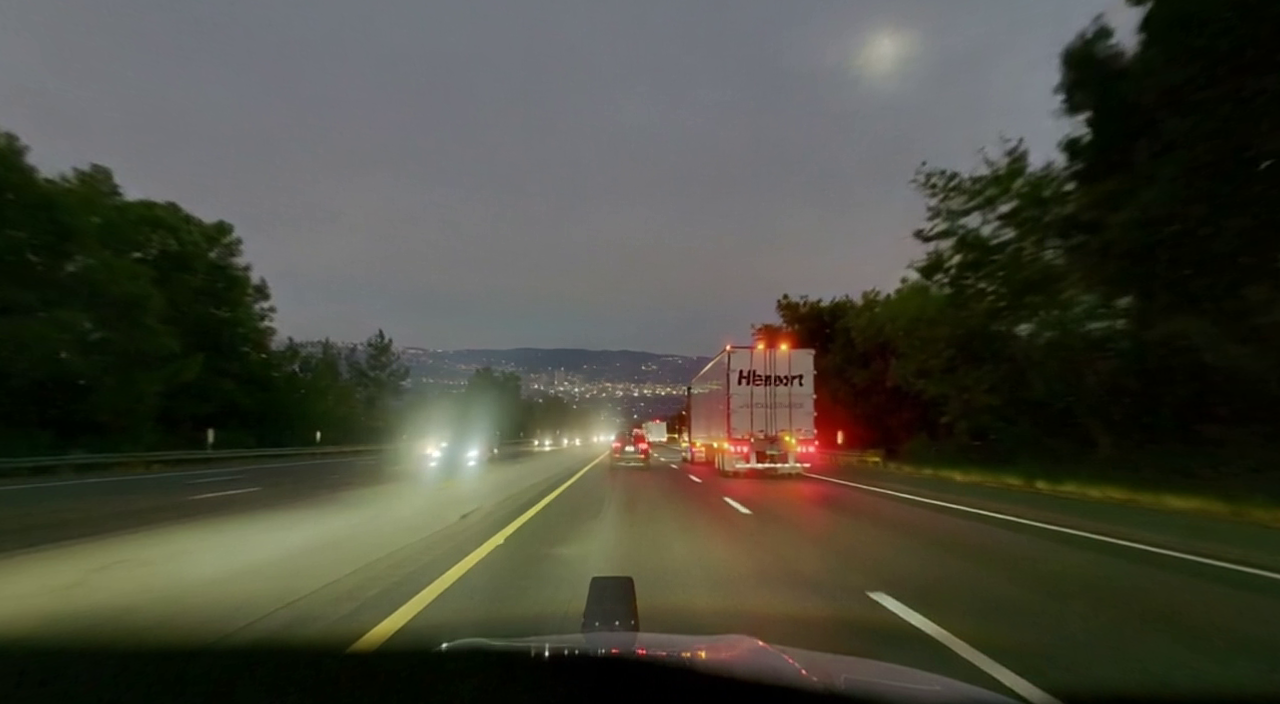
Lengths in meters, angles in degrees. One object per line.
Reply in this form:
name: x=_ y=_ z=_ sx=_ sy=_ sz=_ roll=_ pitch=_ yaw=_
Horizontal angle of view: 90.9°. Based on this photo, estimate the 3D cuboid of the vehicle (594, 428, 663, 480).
vehicle: x=-0.391 y=3.383 z=21.262 sx=2.095 sy=1.557 sz=3.963 roll=0 pitch=-8 yaw=-1

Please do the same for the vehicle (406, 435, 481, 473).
vehicle: x=-8.549 y=4.442 z=27.803 sx=1.947 sy=1.480 sz=4.576 roll=0 pitch=-8 yaw=-1

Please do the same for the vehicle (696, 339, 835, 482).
vehicle: x=3.978 y=2.304 z=22.793 sx=2.853 sy=4.038 sz=9.831 roll=0 pitch=-8 yaw=-1
